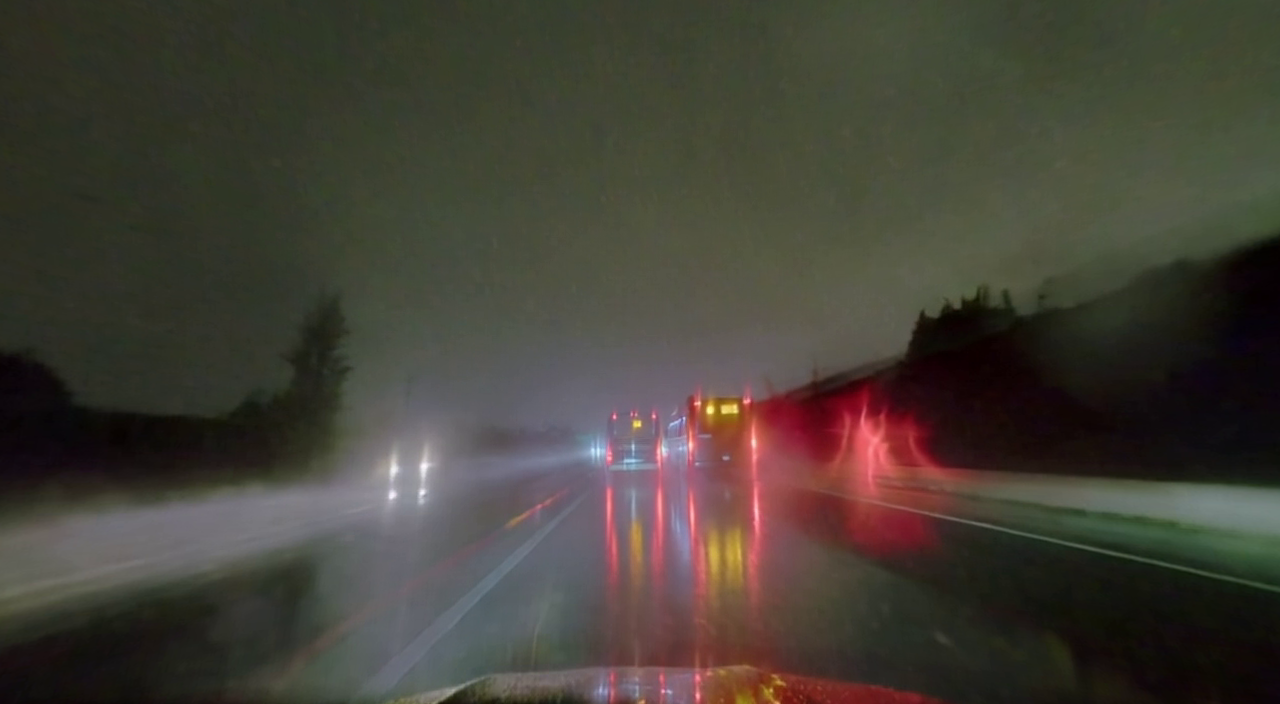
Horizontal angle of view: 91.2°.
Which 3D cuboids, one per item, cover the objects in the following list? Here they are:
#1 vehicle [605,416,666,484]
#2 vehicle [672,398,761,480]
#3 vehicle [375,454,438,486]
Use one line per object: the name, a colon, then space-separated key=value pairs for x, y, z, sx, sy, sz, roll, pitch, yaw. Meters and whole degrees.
vehicle: x=-0.211 y=4.383 z=28.041 sx=2.414 sy=2.675 sz=5.574 roll=-1 pitch=-9 yaw=-1
vehicle: x=3.805 y=4.953 z=35.059 sx=3.074 sy=3.668 sz=12.805 roll=-1 pitch=-9 yaw=-1
vehicle: x=-12.606 y=6.380 z=34.072 sx=1.889 sy=1.534 sz=4.023 roll=-1 pitch=-9 yaw=0
